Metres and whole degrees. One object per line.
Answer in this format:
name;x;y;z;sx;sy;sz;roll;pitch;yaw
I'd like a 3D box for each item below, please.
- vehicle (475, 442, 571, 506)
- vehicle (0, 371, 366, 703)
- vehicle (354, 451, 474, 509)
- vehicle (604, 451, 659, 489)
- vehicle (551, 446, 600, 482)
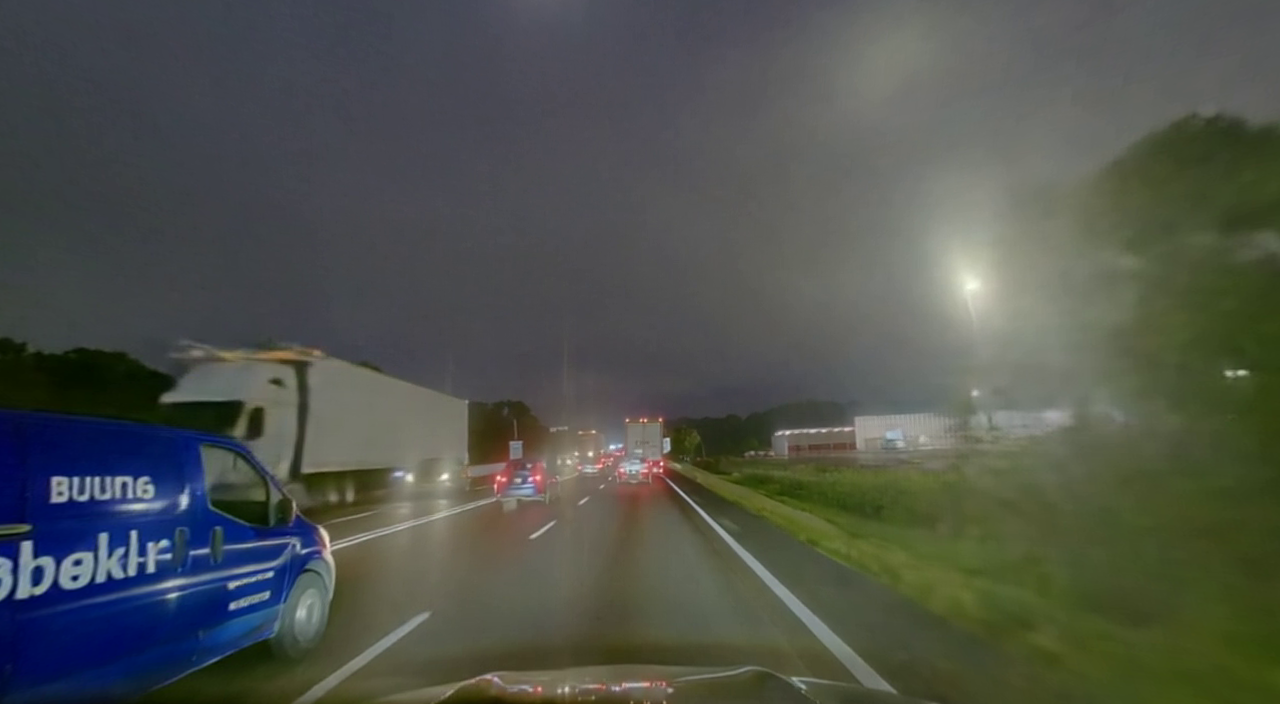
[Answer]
vehicle;-3.198;3.427;18.153;1.937;1.600;4.141;0;-9;1
vehicle;-3.338;1.023;2.878;2.117;1.688;4.582;0;-9;0
vehicle;-6.736;3.834;19.462;1.932;1.524;4.777;0;-9;0
vehicle;-0.353;4.781;25.919;2.095;1.393;3.908;0;-9;-1
vehicle;-3.138;5.574;31.645;1.994;1.663;4.047;0;-9;1
